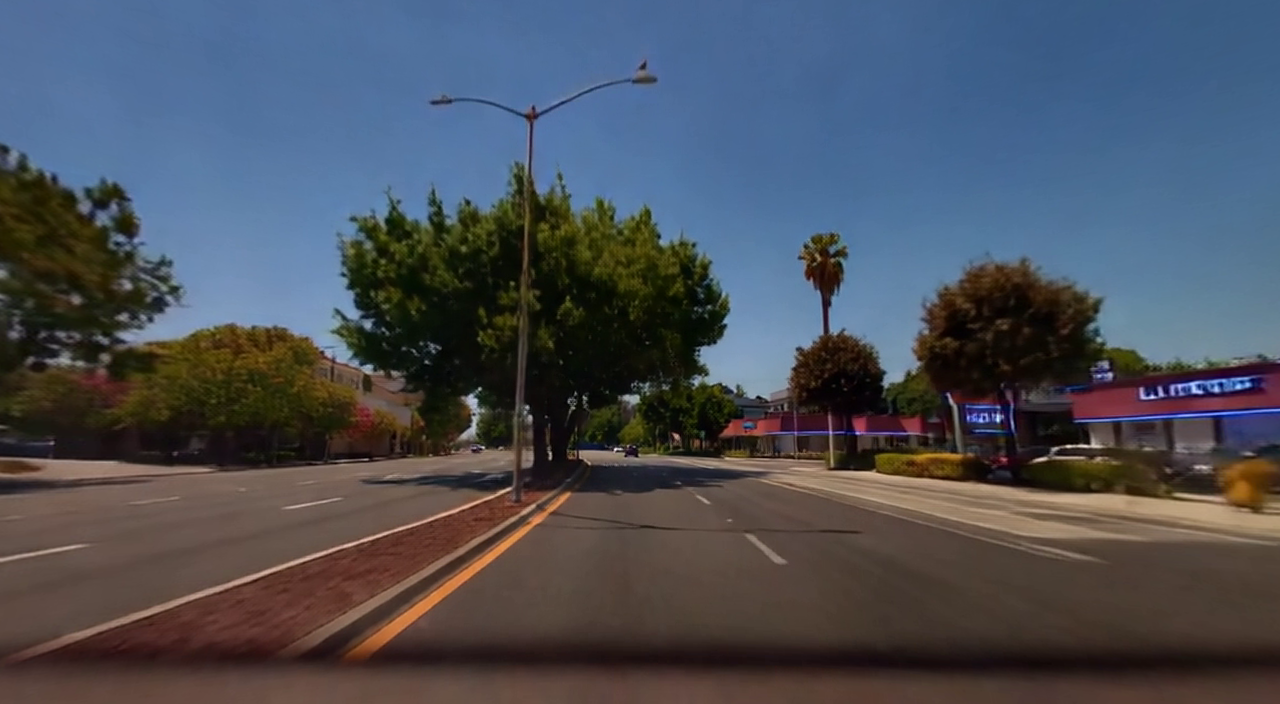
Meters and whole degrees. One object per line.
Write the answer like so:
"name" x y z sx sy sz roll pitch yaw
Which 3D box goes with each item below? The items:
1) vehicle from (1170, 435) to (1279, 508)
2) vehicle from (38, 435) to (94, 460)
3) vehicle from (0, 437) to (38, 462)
"vehicle" 17.661 3.206 17.253 4.660 1.814 2.099 1 -9 -7
"vehicle" -33.720 5.596 37.193 1.727 1.383 3.557 4 -10 -32
"vehicle" -36.241 5.552 36.000 1.655 1.387 3.758 4 -10 -26
